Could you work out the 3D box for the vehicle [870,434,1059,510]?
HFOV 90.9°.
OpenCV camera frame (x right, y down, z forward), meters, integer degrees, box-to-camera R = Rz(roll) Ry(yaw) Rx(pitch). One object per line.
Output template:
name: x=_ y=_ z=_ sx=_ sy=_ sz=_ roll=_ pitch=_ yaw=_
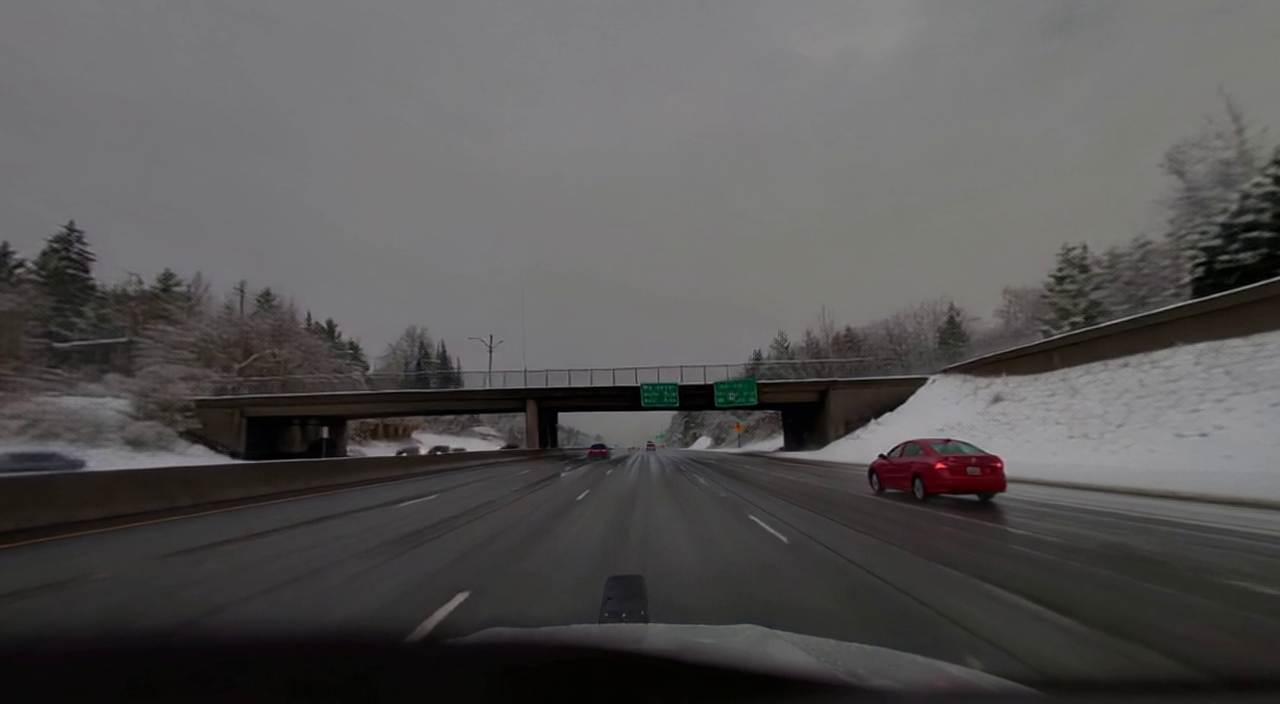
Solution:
vehicle: x=7.180 y=2.690 z=14.640 sx=1.914 sy=1.465 sz=4.574 roll=0 pitch=-8 yaw=0
